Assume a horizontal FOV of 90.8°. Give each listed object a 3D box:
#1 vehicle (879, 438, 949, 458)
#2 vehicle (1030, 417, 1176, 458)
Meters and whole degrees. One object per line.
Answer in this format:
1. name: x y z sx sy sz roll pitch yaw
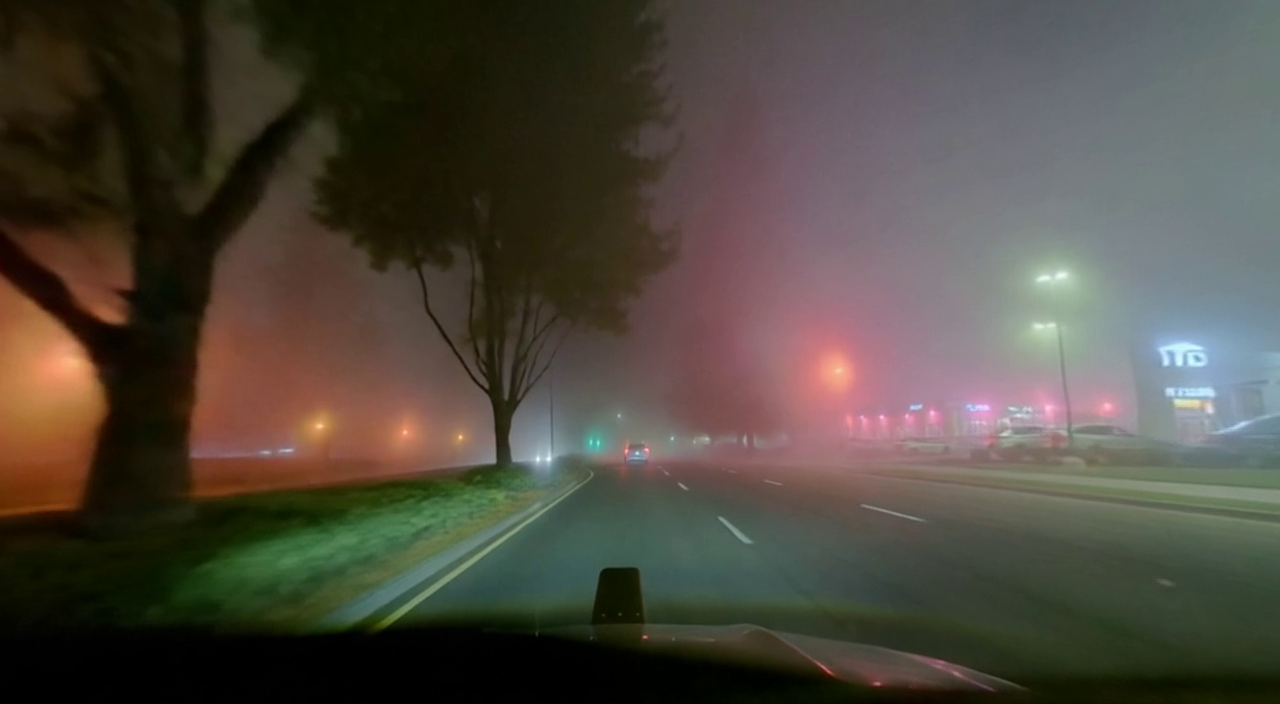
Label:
1. vehicle: 20.713 7.266 47.832 4.396 1.450 1.956 -1 -8 3
2. vehicle: 20.180 3.773 27.756 4.586 1.668 2.113 -1 -8 6
